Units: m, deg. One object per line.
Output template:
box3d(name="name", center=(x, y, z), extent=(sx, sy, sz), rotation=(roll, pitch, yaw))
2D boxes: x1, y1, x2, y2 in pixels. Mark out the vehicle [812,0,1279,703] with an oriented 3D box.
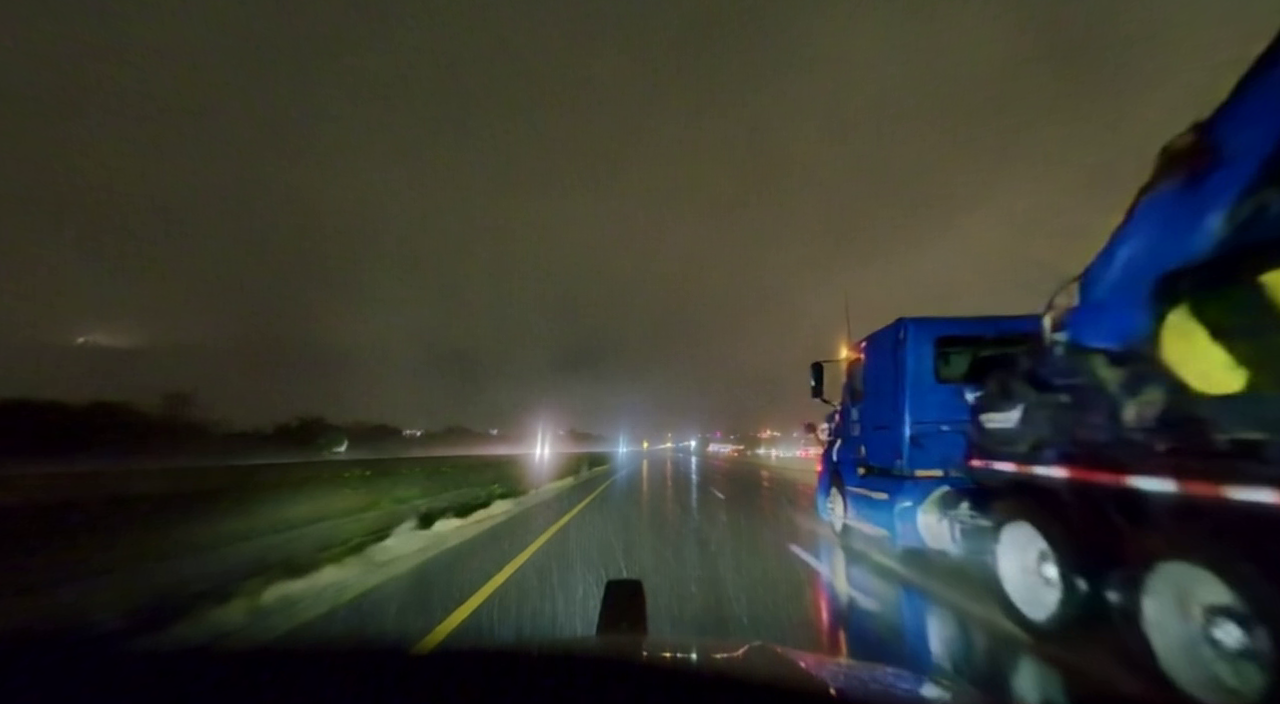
box3d(name="vehicle", center=(3.965, 0.419, 3.789), extent=(3.342, 2.931, 9.266), rotation=(-1, -8, 1))
